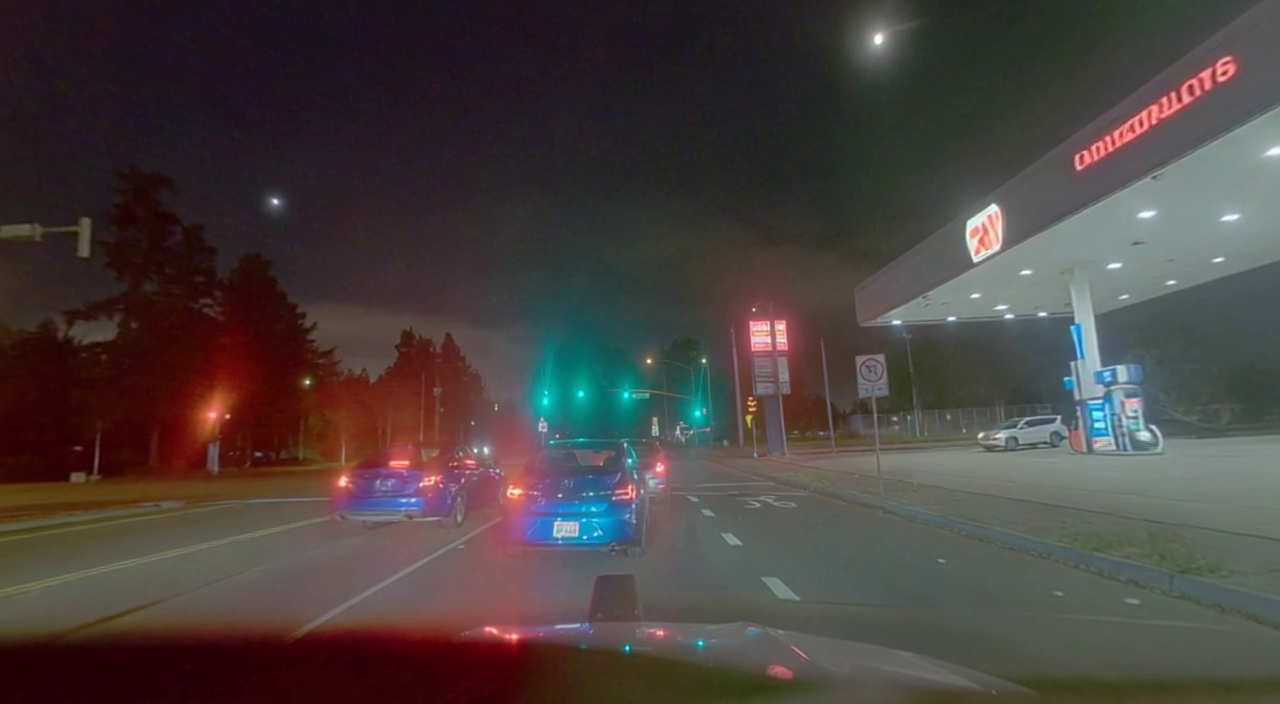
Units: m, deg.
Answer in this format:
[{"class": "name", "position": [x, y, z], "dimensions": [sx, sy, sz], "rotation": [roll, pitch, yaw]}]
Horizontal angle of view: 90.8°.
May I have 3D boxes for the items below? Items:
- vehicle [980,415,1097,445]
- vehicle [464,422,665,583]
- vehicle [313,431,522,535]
[{"class": "vehicle", "position": [21.273, 4.198, 33.868], "dimensions": [4.874, 1.502, 2.048], "rotation": [0, -9, -1]}, {"class": "vehicle", "position": [-0.648, 1.761, 8.299], "dimensions": [1.916, 1.510, 4.447], "rotation": [0, -8, 2]}, {"class": "vehicle", "position": [-3.733, 2.292, 11.731], "dimensions": [1.995, 1.506, 4.773], "rotation": [0, -8, 2]}]
